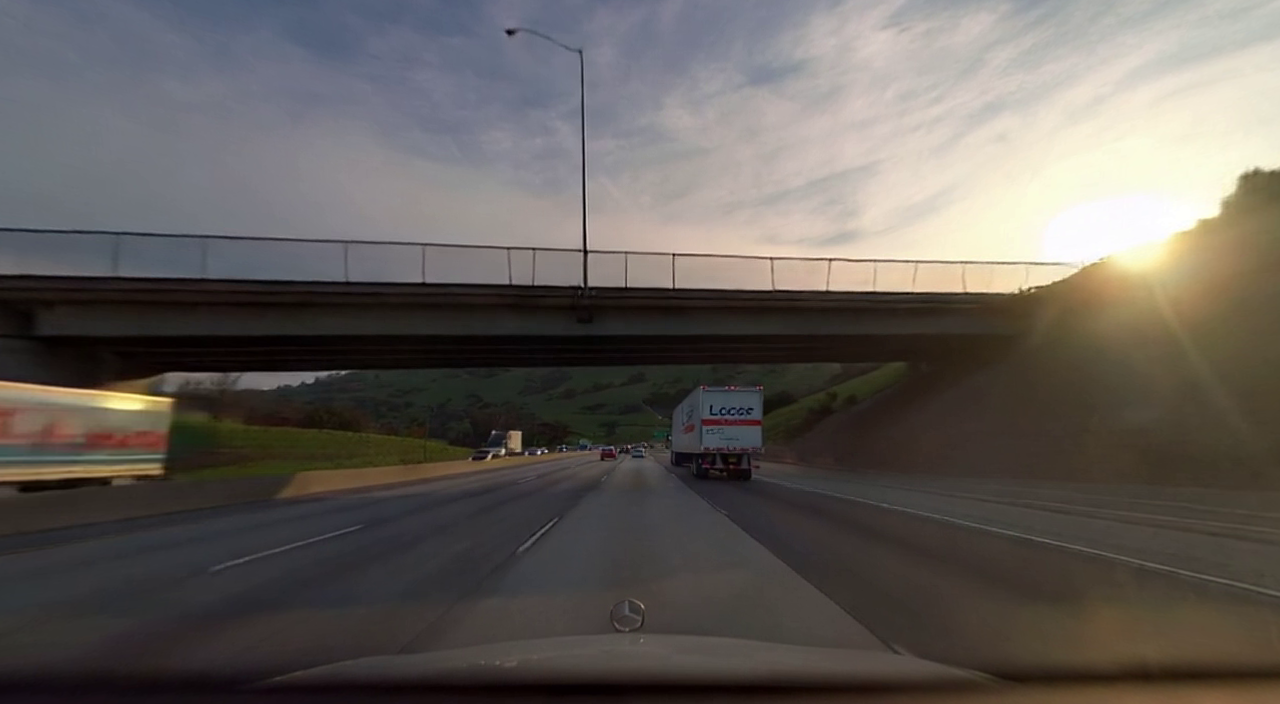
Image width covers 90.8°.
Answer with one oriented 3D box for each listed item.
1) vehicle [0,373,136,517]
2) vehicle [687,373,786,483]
[{"bbox_3d":[-19.608,2.276,15.514,3.071,4.011,13.632,0,-9,0],"label":"vehicle"},{"bbox_3d":[3.816,3.425,27.279,2.885,3.992,8.526,0,-9,0],"label":"vehicle"}]
